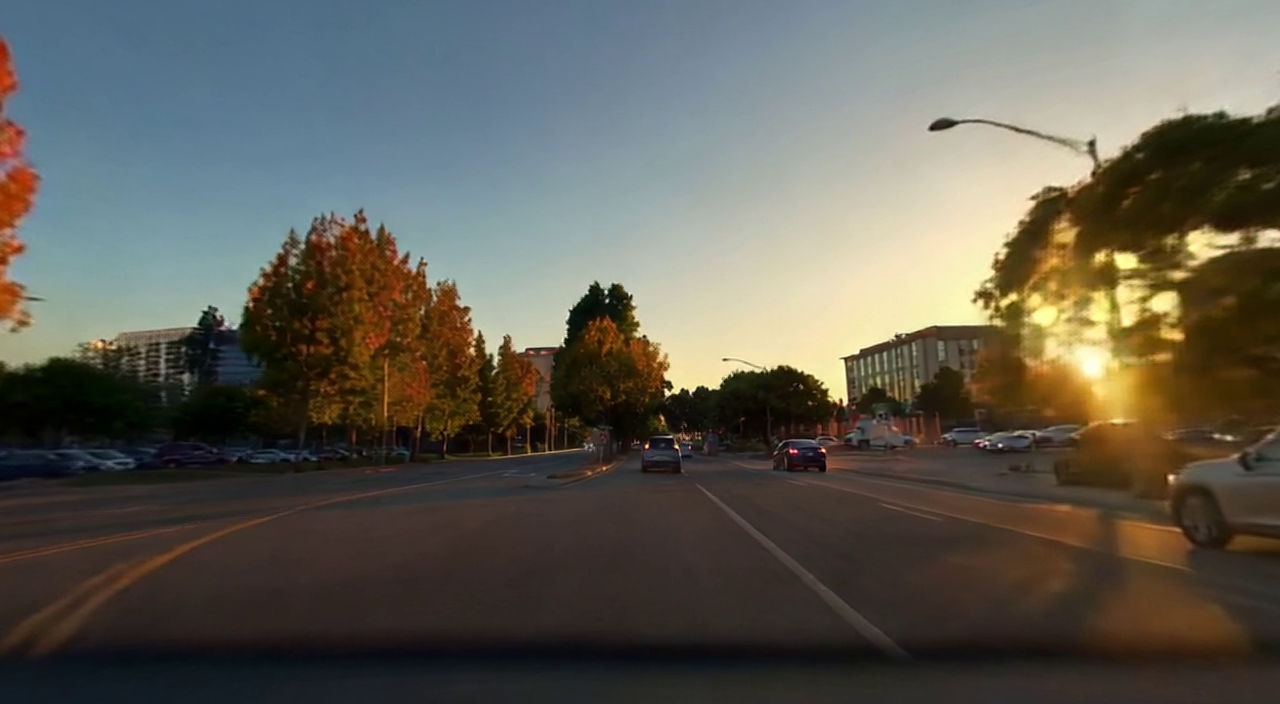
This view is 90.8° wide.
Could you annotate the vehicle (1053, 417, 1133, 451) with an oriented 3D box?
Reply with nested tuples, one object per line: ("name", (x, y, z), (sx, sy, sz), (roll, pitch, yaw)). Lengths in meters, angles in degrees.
("vehicle", (35.059, 6.461, 49.113), (2.537, 2.468, 5.020), (0, -9, 3))

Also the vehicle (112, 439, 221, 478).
("vehicle", (-30.215, 6.773, 40.442), (5.278, 2.181, 1.993), (-2, -6, -3))

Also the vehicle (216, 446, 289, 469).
("vehicle", (-29.544, 8.065, 48.261), (4.251, 1.598, 1.925), (-2, -10, -1))

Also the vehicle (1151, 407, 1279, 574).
("vehicle", (7.642, 1.355, 6.010), (2.025, 1.719, 4.161), (0, -8, 0))

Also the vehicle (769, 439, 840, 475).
("vehicle", (7.506, 4.822, 29.291), (2.029, 1.548, 4.422), (0, -8, 0))

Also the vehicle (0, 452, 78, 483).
("vehicle", (-30.243, 5.573, 30.597), (4.037, 1.445, 2.067), (0, -8, 2))

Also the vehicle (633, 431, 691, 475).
("vehicle", (0.884, 4.481, 28.342), (2.227, 1.794, 4.457), (0, -8, -2))
